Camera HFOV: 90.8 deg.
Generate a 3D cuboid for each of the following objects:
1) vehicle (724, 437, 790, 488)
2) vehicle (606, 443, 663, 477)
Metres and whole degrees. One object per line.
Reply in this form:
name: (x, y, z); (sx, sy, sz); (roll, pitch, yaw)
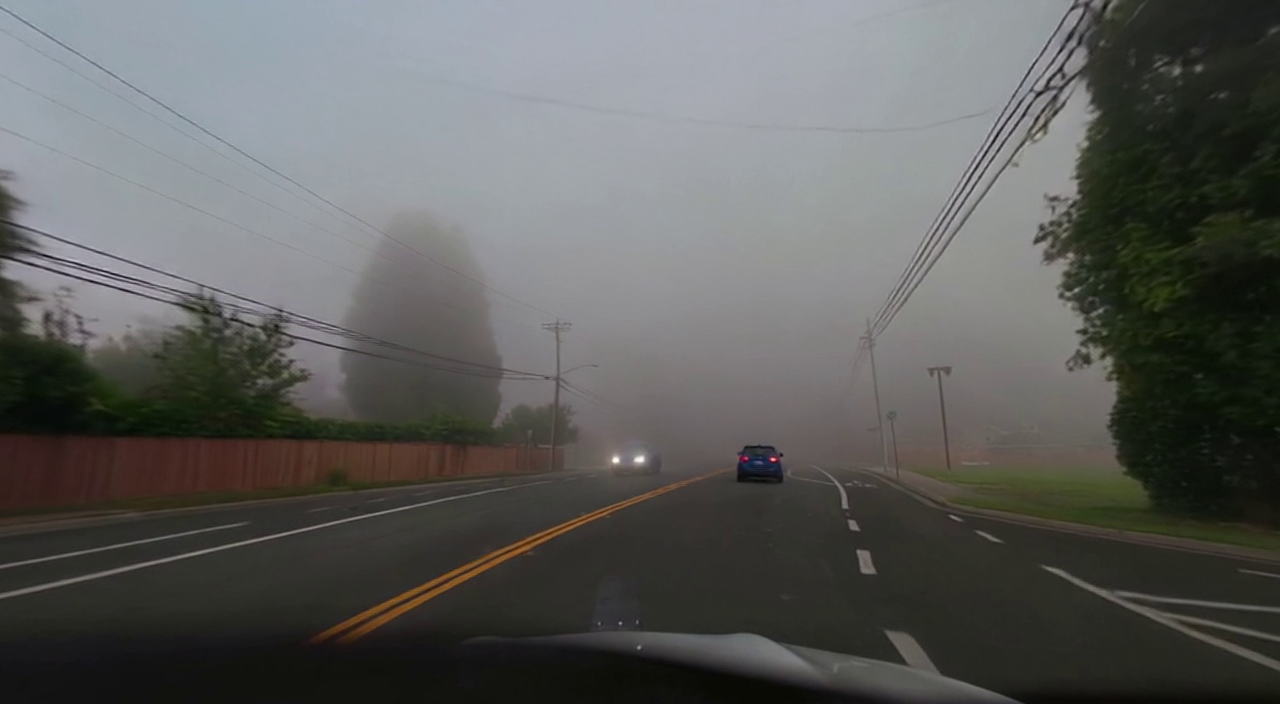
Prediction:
vehicle: (4.327, 4.006, 23.194); (2.139, 1.699, 3.916); (-2, -9, 12)
vehicle: (-0.214, 5.756, 33.978); (2.226, 1.664, 4.342); (-2, -9, 11)
